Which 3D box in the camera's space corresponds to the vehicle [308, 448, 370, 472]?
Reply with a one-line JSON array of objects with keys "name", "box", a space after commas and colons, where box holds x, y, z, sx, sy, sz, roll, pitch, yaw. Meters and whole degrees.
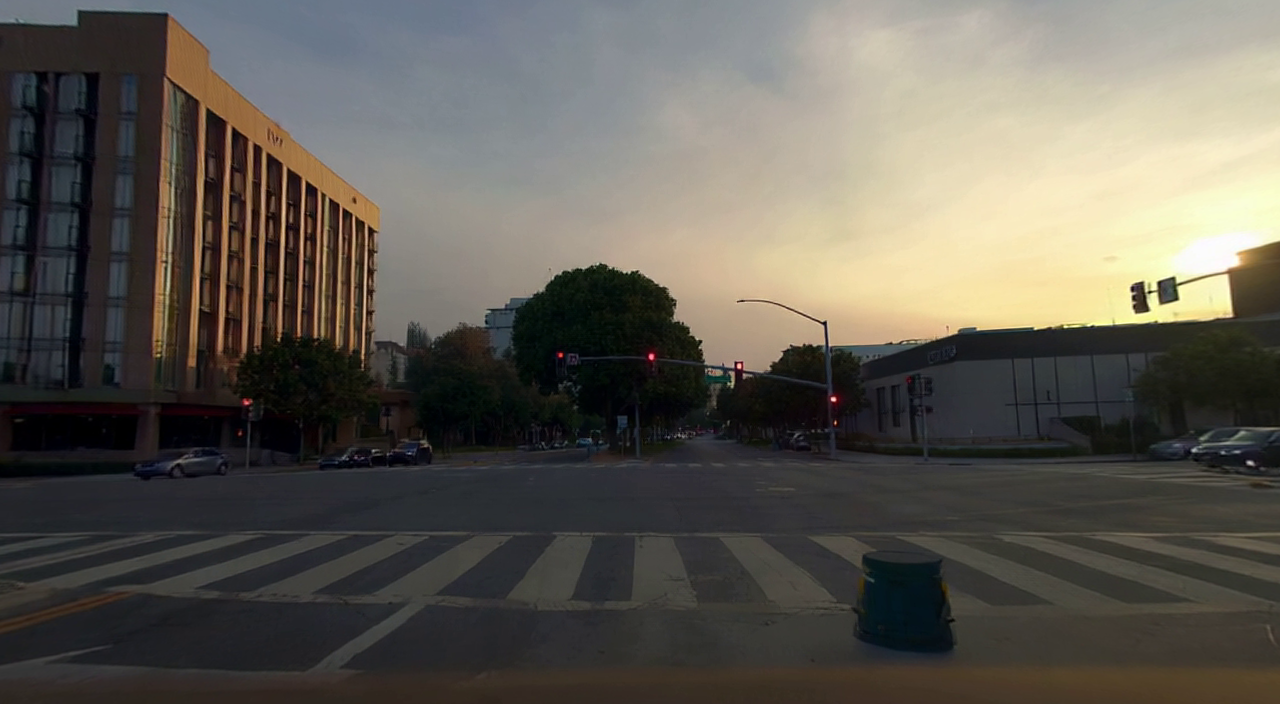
[{"name": "vehicle", "box": [-21.380, 7.682, 44.955, 1.929, 1.619, 4.577, -1, -9, 4]}]

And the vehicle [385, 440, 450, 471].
[{"name": "vehicle", "box": [-15.129, 7.039, 43.156, 2.340, 1.946, 5.450, 0, -9, 2]}]

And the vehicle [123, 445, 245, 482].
[{"name": "vehicle", "box": [-24.661, 5.991, 34.272, 2.032, 1.839, 4.884, -4, -9, 23]}]

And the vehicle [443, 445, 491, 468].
[{"name": "vehicle", "box": [-11.642, 7.078, 42.704, 1.911, 1.476, 4.297, -1, -9, 2]}]

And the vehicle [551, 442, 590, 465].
[{"name": "vehicle", "box": [-4.536, 6.711, 41.684, 1.954, 1.431, 4.050, -1, -9, 2]}]

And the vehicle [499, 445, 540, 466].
[{"name": "vehicle", "box": [-8.103, 7.005, 42.607, 1.910, 1.321, 3.692, 0, -9, 1]}]

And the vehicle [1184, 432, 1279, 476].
[{"name": "vehicle", "box": [22.318, 3.582, 22.241, 4.474, 1.477, 1.908, 0, -9, -3]}]

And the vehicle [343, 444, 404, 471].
[{"name": "vehicle", "box": [-18.559, 7.350, 44.021, 2.237, 1.801, 4.541, 0, -9, 1]}]
